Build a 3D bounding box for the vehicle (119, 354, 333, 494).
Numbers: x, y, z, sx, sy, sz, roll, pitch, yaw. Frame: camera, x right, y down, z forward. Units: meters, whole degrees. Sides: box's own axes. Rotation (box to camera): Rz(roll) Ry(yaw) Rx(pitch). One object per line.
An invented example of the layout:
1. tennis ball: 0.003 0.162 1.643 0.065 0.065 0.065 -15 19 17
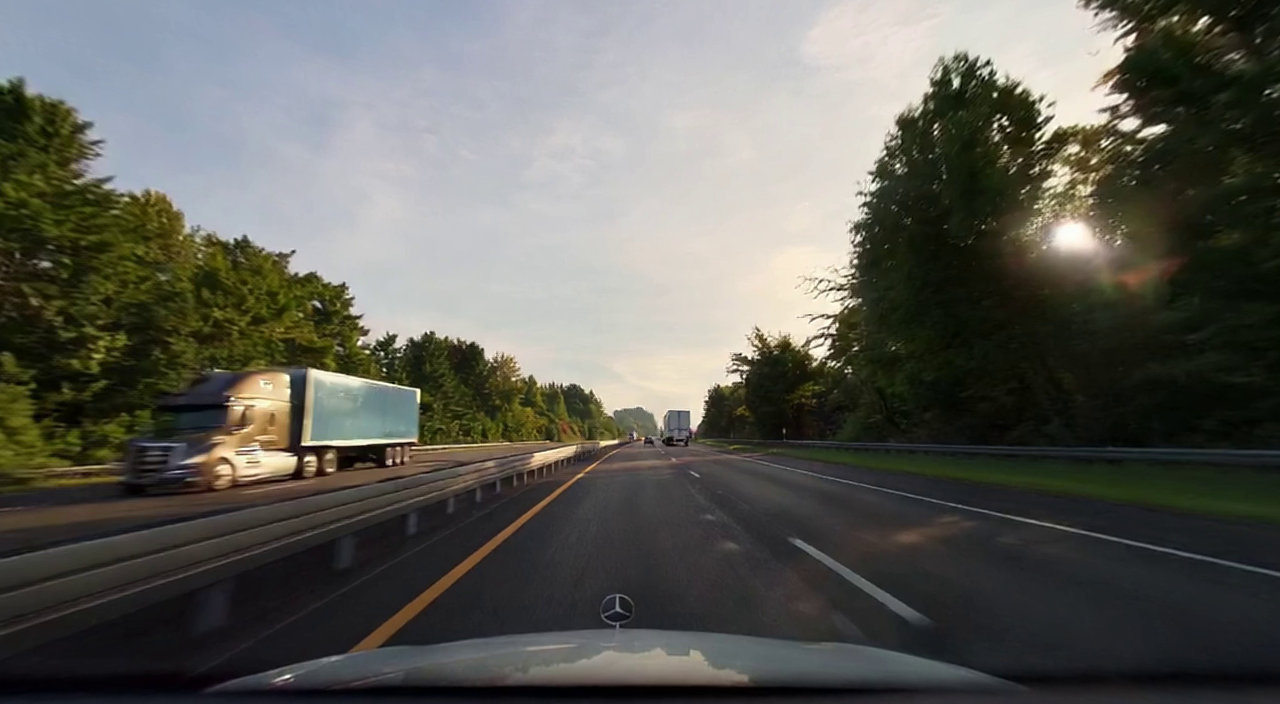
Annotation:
1. vehicle: -13.247 2.418 20.955 3.019 3.999 5.761 0 -8 0
